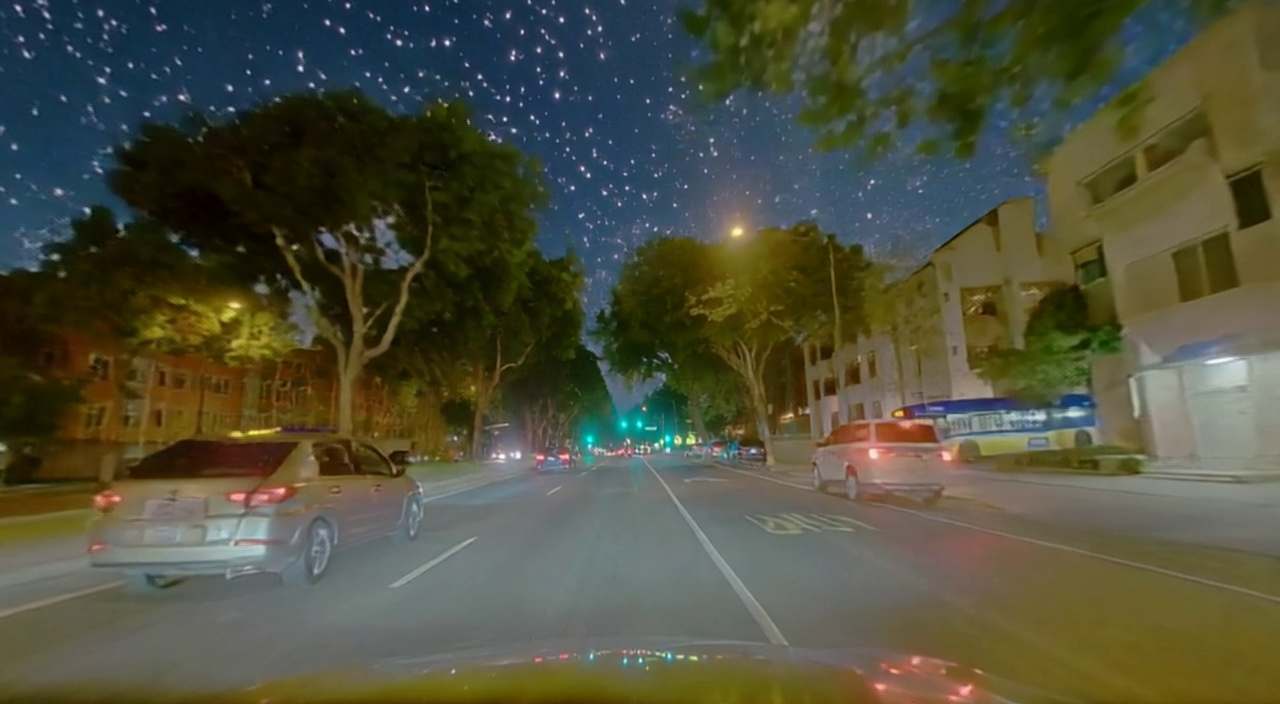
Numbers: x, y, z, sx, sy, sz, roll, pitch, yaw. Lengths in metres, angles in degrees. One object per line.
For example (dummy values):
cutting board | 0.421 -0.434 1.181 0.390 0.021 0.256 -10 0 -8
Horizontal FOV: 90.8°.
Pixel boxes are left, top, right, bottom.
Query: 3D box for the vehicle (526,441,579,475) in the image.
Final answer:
vehicle | -4.118 5.063 30.424 1.934 1.522 4.287 0 -9 0

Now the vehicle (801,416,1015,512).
vehicle | 5.913 2.601 15.193 2.390 1.816 6.050 0 -9 -1

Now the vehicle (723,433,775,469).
vehicle | 5.868 5.417 34.597 1.945 1.829 4.305 0 -9 -2

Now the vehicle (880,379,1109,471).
vehicle | 14.816 3.095 26.890 7.722 2.908 3.067 -6 -7 -4

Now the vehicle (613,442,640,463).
vehicle | -1.020 7.589 47.814 1.999 1.520 3.896 0 -9 -1

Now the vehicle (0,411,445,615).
vehicle | -3.870 1.554 7.075 1.995 1.524 4.438 0 -9 0
